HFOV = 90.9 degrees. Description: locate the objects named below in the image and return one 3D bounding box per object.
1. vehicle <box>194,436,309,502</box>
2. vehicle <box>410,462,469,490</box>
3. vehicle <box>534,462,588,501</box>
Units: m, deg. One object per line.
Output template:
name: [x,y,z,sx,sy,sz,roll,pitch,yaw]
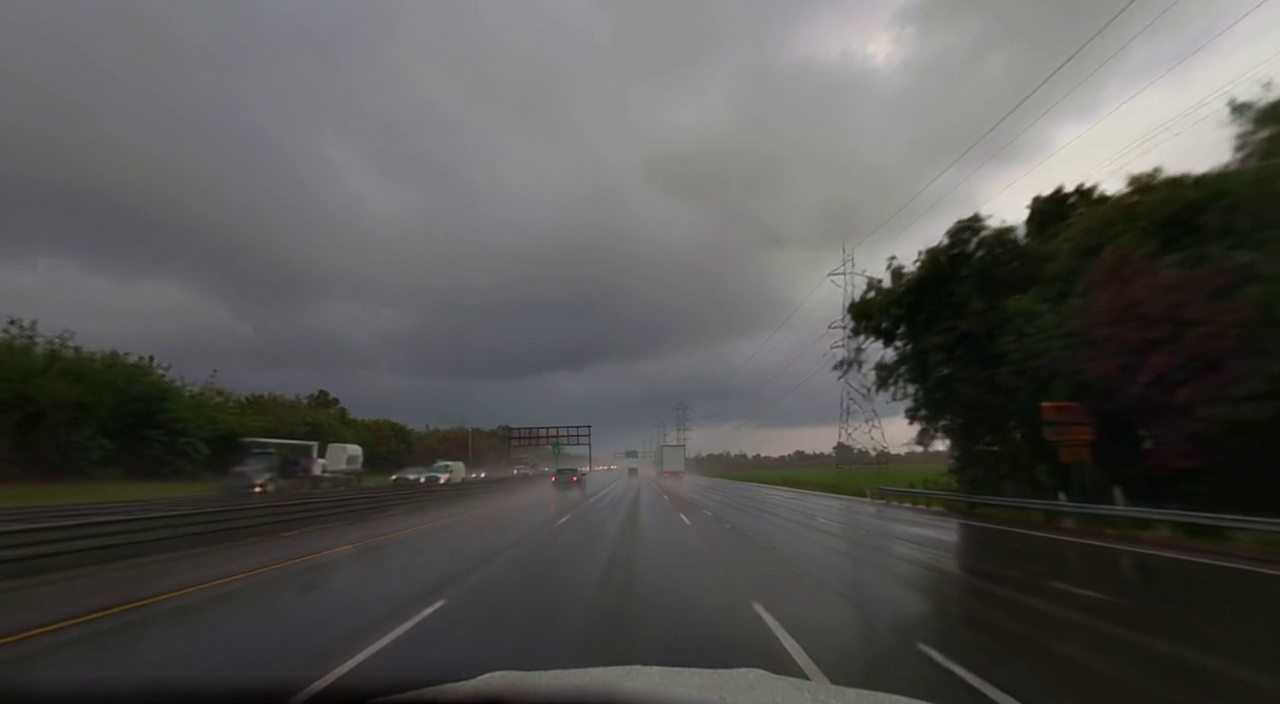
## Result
vehicle: [-23.452,7.136,38.526,2.967,3.641,5.986,1,-11,0]
vehicle: [-12.245,7.626,38.773,2.013,1.575,4.759,1,-11,0]
vehicle: [-3.519,5.856,28.749,1.942,1.597,3.943,1,-11,0]
